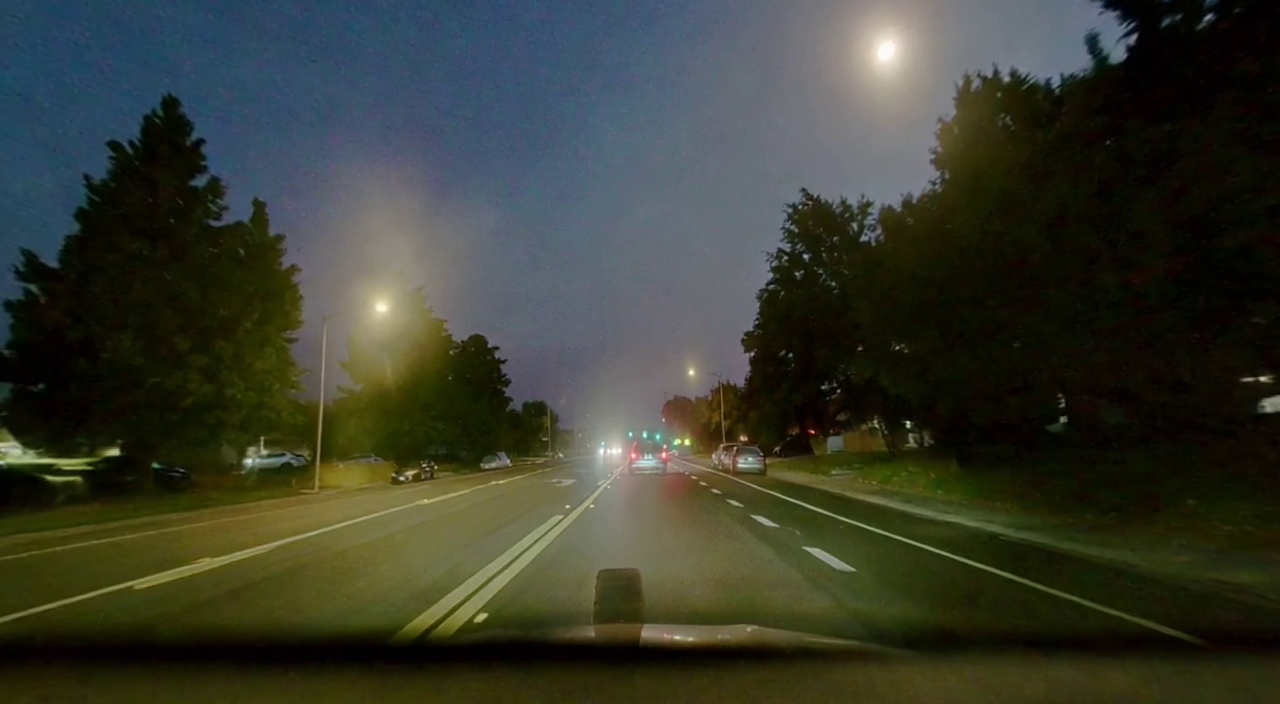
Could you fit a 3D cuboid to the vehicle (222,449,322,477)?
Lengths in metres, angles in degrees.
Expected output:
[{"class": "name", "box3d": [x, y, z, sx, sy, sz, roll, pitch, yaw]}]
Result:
[{"class": "vehicle", "box3d": [-24.507, 7.394, 42.217, 5.278, 1.780, 2.246, 0, -8, 0]}]

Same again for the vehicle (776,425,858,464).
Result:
[{"class": "vehicle", "box3d": [12.157, 6.367, 43.612, 4.855, 2.572, 2.358, -1, -8, -1]}]

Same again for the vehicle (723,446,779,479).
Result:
[{"class": "vehicle", "box3d": [5.236, 5.246, 30.308, 1.902, 1.472, 4.139, 0, -8, -1]}]

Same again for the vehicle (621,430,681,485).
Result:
[{"class": "vehicle", "box3d": [0.402, 4.160, 25.245, 2.153, 1.942, 4.767, 0, -8, 0]}]

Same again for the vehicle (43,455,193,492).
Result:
[{"class": "vehicle", "box3d": [-22.098, 5.156, 26.866, 4.644, 1.459, 1.997, 0, -8, 2]}]

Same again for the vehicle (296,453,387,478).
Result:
[{"class": "vehicle", "box3d": [-18.899, 7.193, 40.136, 4.801, 1.478, 1.883, 0, -9, -2]}]

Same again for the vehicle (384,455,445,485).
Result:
[{"class": "vehicle", "box3d": [-12.098, 6.337, 34.170, 1.920, 1.476, 3.826, 0, -8, -1]}]
